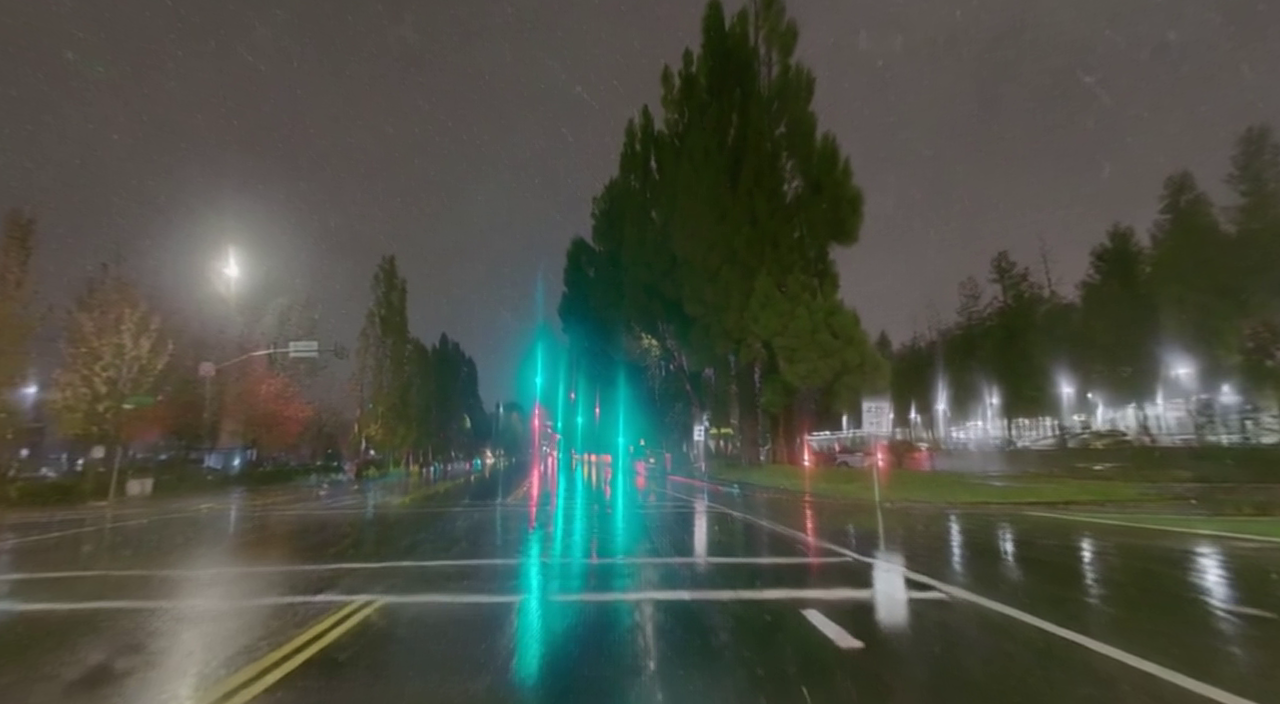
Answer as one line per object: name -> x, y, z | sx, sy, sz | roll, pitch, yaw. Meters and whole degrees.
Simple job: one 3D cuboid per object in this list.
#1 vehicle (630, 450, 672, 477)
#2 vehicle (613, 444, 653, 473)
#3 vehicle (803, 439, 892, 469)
vehicle -> 0.620, 6.739, 38.348 | 1.866, 1.492, 4.093 | 1, -9, -9
vehicle -> -0.575, 7.524, 44.890 | 2.143, 1.867, 5.373 | 1, -9, -8
vehicle -> 11.259, 5.555, 34.442 | 4.201, 1.546, 1.749 | 1, -9, -6
